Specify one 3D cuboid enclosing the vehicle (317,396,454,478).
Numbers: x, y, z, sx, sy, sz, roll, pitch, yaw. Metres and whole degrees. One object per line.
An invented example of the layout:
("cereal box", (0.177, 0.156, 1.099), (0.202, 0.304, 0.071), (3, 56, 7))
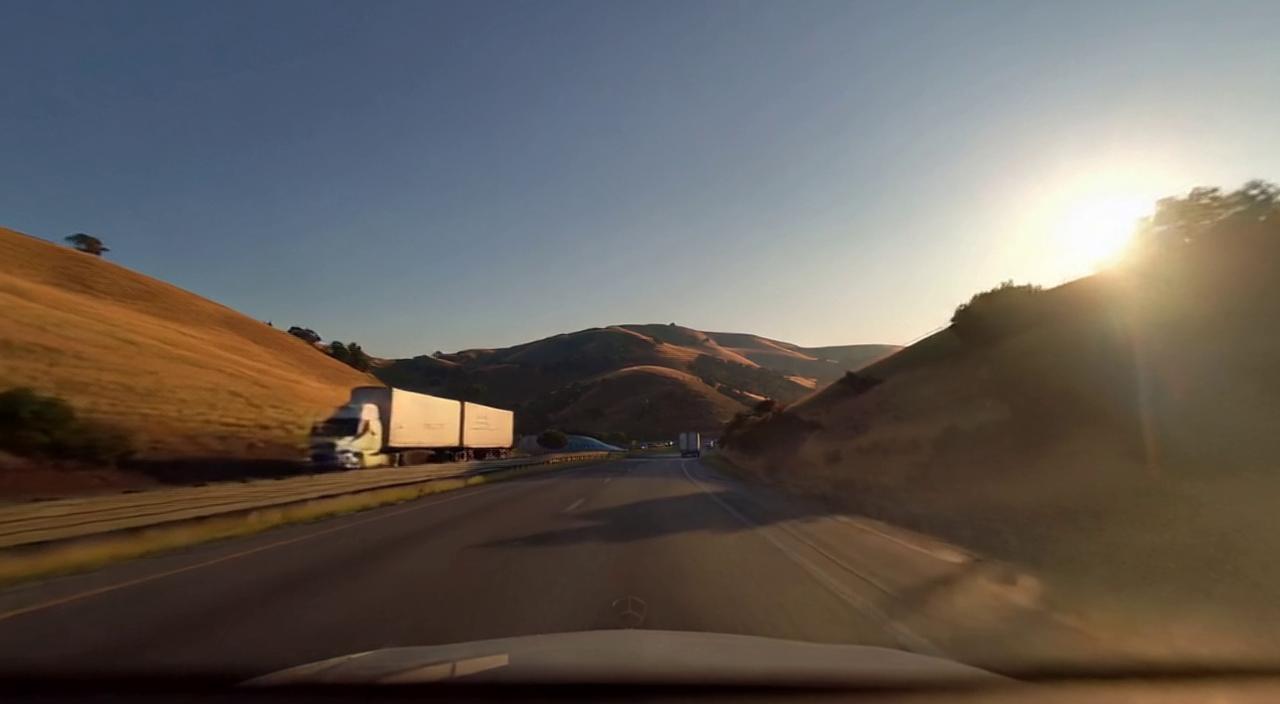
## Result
("vehicle", (-12.597, 4.441, 32.372), (3.043, 3.571, 8.922), (0, -9, 2))
